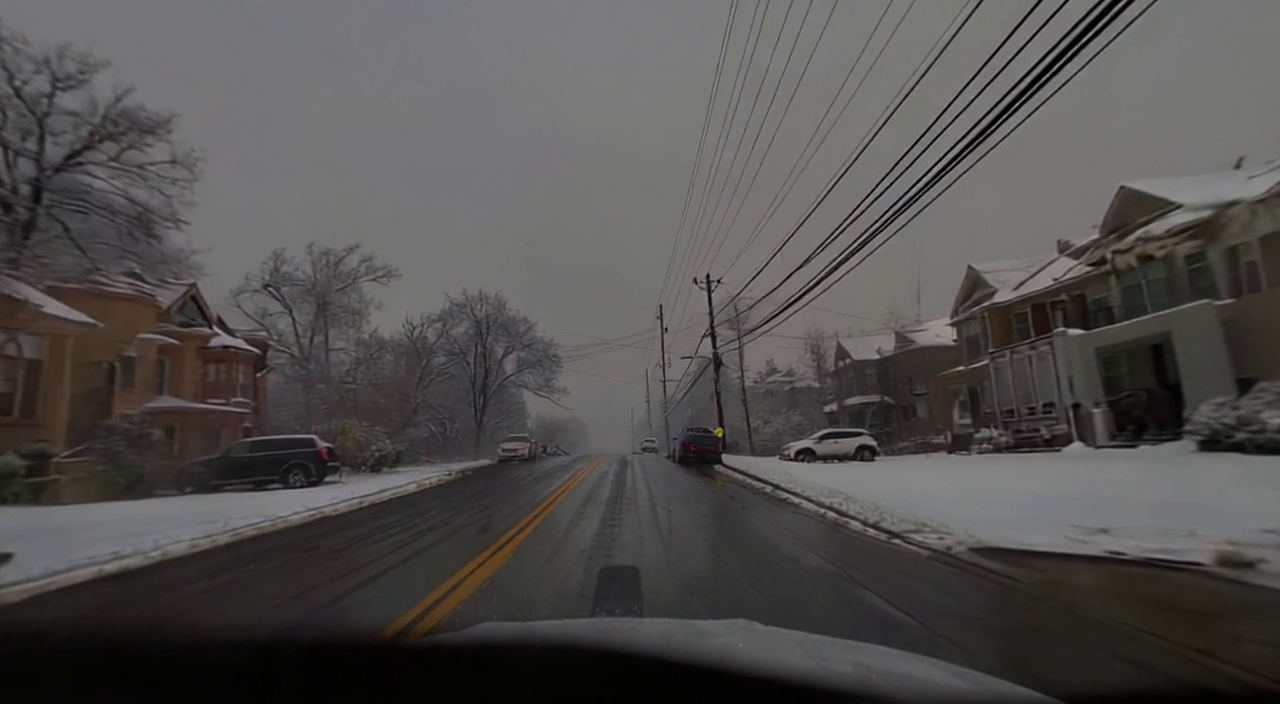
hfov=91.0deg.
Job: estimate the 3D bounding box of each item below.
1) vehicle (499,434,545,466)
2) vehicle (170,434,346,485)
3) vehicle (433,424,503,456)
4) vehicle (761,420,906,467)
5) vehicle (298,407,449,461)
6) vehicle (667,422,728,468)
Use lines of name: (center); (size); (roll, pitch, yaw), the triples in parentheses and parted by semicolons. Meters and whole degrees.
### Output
vehicle: (-7.264, 6.002, 39.020); (1.994, 1.588, 4.148); (-5, -6, -1)
vehicle: (-12.280, 3.436, 20.461); (4.484, 1.538, 1.901); (0, -7, 2)
vehicle: (-12.802, 6.632, 47.097); (4.662, 2.140, 2.117); (3, -9, -5)
vehicle: (7.213, 3.498, 23.902); (4.893, 1.642, 1.874); (1, -10, 1)
vehicle: (-14.661, 4.561, 34.865); (7.267, 2.775, 2.786); (-2, -9, 12)
vehicle: (2.536, 4.333, 29.429); (2.277, 1.917, 5.495); (0, -8, -1)
